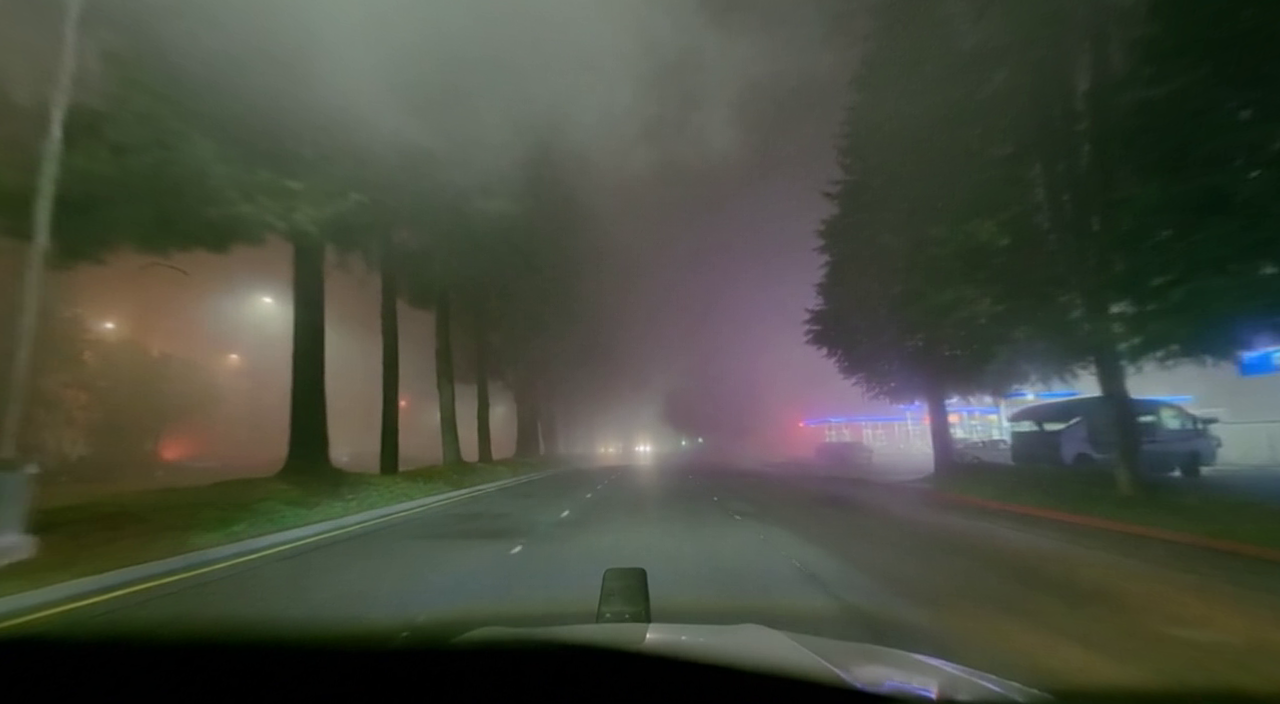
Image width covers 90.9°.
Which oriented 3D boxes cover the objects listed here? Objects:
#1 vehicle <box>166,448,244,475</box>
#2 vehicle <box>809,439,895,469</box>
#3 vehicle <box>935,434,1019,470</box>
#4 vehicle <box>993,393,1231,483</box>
[{"bbox_3d":[-30.951,7.766,45.051,2.059,1.782,5.016,1,-8,-1],"label":"vehicle"},{"bbox_3d":[12.500,6.017,37.254,4.359,1.656,1.894,2,-9,-12],"label":"vehicle"},{"bbox_3d":[17.357,5.164,32.710,1.806,1.721,3.978,1,-8,-6],"label":"vehicle"},{"bbox_3d":[15.128,2.801,20.518,5.820,2.752,2.234,0,-8,-1],"label":"vehicle"}]
